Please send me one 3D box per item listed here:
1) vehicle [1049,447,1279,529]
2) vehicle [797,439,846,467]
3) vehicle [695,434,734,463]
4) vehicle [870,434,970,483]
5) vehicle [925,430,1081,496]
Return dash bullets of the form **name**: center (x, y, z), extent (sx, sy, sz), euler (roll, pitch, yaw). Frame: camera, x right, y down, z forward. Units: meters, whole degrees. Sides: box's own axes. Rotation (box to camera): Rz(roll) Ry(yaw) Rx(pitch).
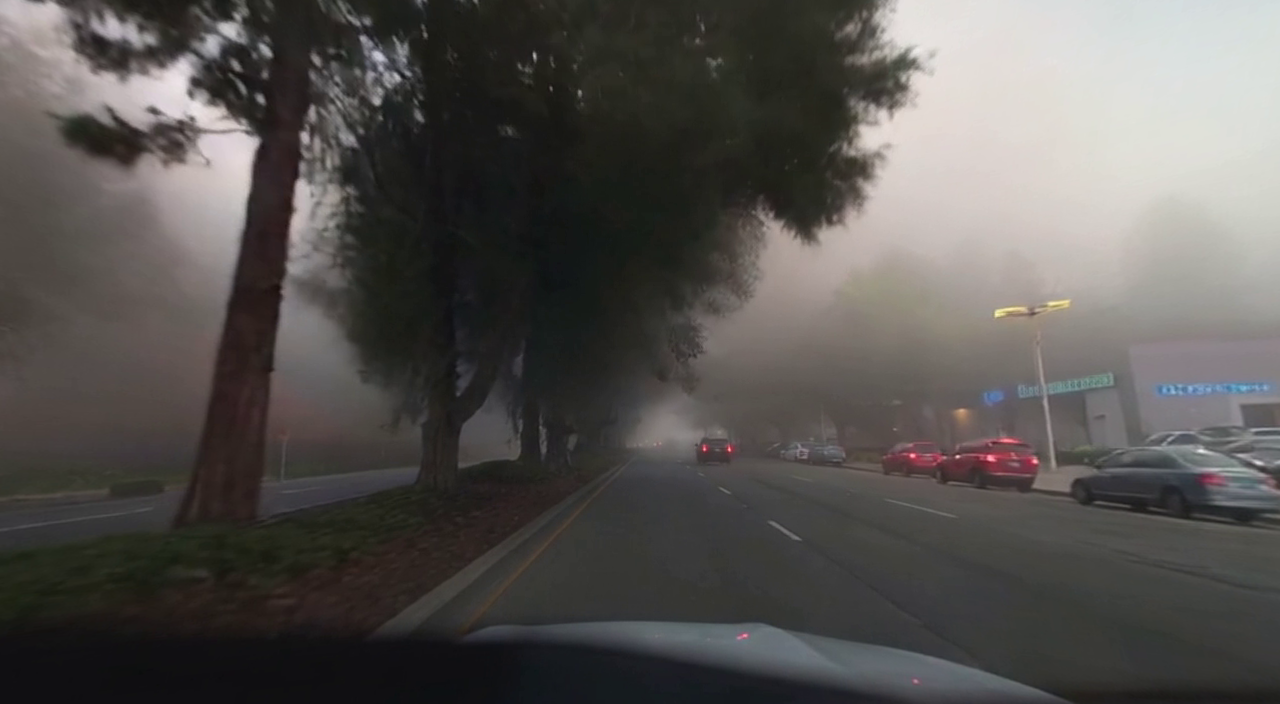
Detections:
- **vehicle**: center (10.712, 2.633, 12.878), extent (1.824, 1.364, 4.238), euler (0, -8, 0)
- **vehicle**: center (11.353, 6.371, 39.740), extent (1.919, 1.645, 4.254), euler (0, -8, 1)
- **vehicle**: center (5.043, 6.648, 43.373), extent (2.183, 1.845, 4.482), euler (0, -8, 1)
- **vehicle**: center (11.079, 4.222, 25.376), extent (1.931, 1.774, 4.666), euler (0, -8, 1)
- **vehicle**: center (10.826, 3.345, 19.368), extent (1.959, 1.751, 4.961), euler (0, -8, 2)
